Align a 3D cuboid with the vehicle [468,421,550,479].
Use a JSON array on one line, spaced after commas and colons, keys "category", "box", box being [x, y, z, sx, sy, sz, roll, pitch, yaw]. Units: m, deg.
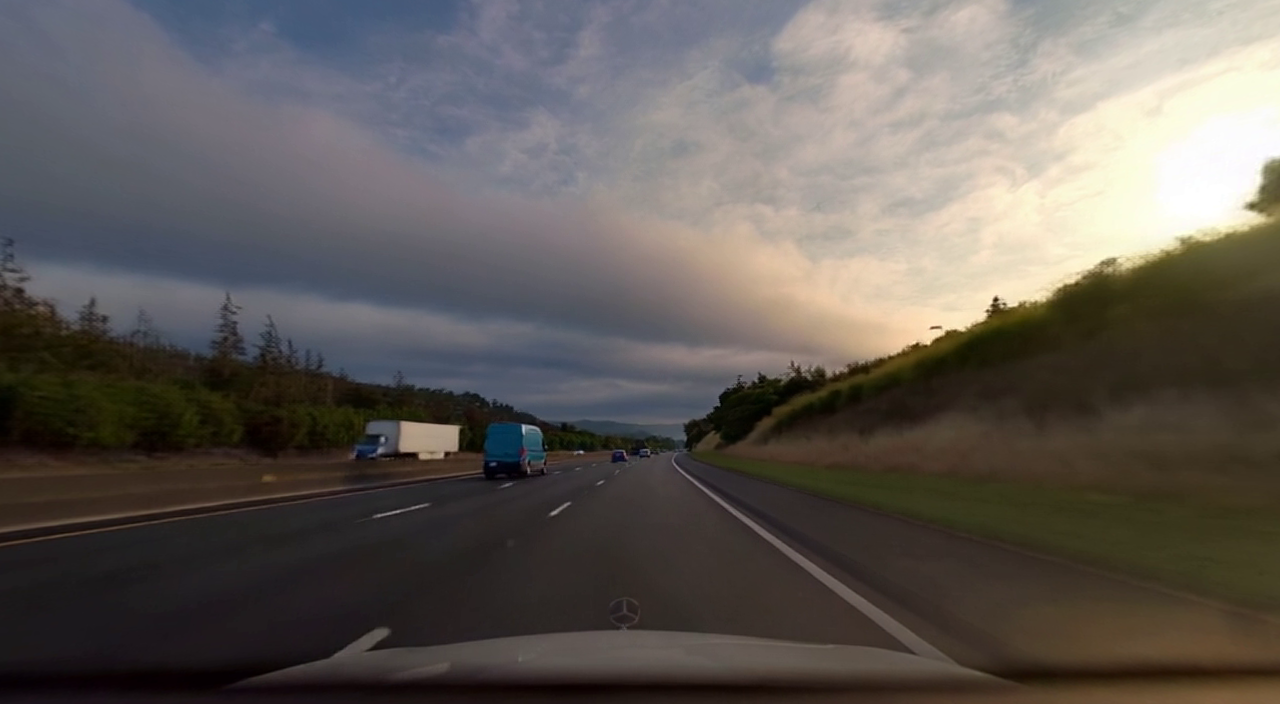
[{"category": "vehicle", "box": [-6.105, 4.721, 30.362, 2.449, 2.471, 6.130, -1, -9, 2]}]
